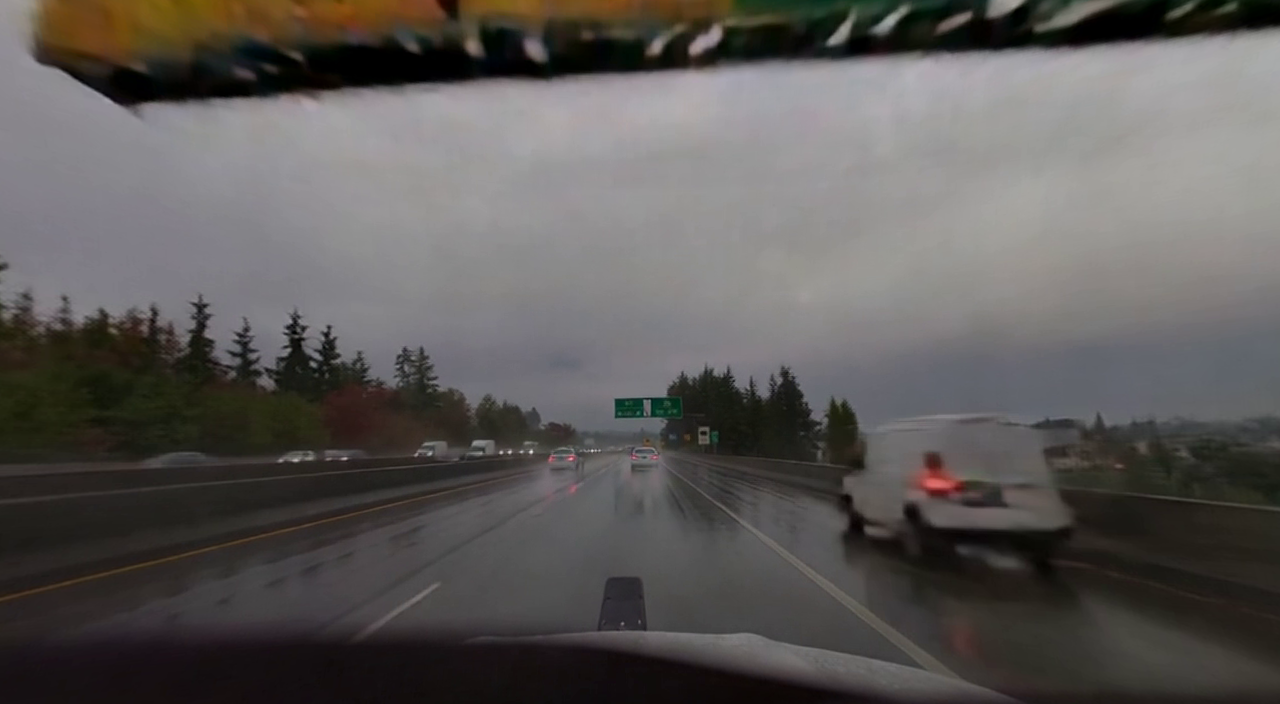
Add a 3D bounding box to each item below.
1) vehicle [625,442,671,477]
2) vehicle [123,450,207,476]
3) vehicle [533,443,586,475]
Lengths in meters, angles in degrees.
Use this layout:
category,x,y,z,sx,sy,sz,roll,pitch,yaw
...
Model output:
category,x,y,z,sx,sy,sz,roll,pitch,yaw
vehicle,0.360,4.874,28.696,1.960,1.456,3.818,0,-9,1
vehicle,-29.403,6.859,39.194,1.908,1.496,4.403,0,-9,-2
vehicle,-4.026,5.449,32.258,2.081,1.534,4.543,0,-9,1
